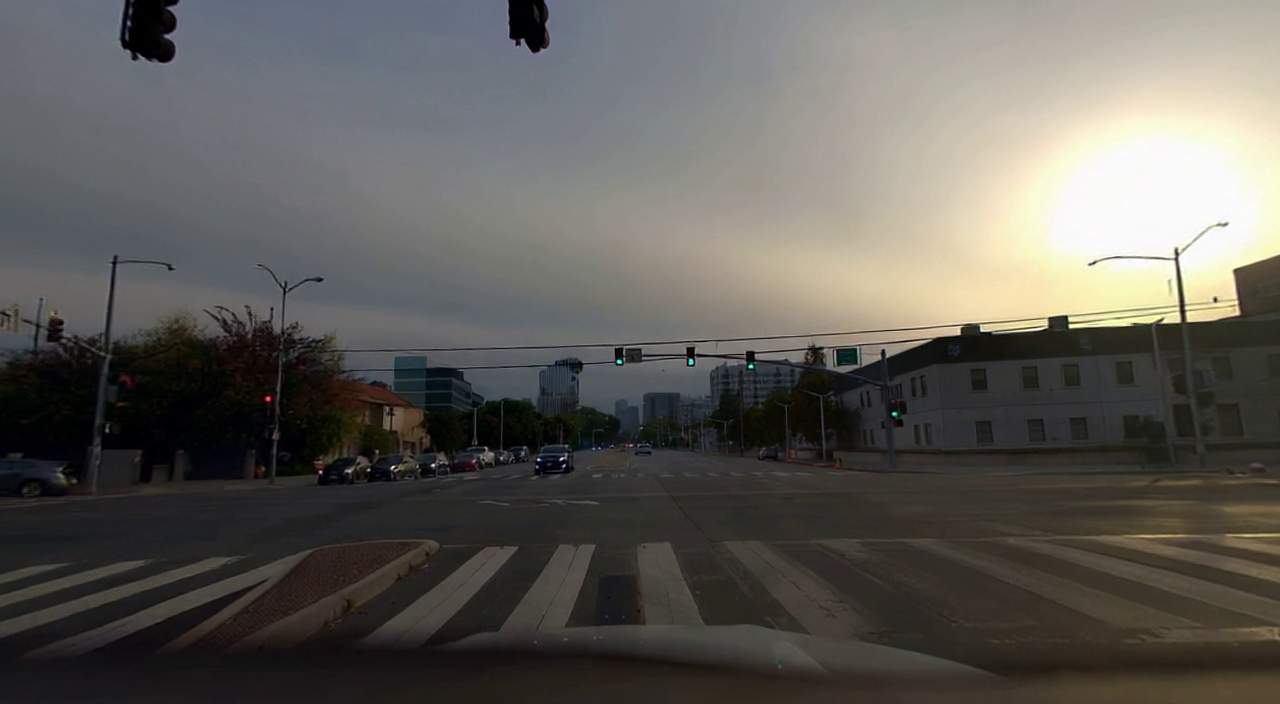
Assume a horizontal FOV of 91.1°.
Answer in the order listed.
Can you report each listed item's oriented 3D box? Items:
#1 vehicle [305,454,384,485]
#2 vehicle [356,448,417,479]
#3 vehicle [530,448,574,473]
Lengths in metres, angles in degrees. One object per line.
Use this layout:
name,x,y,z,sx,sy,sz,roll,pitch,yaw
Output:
vehicle,-16.085,6.398,34.482,2.055,1.506,4.663,0,-9,-1
vehicle,-16.193,7.138,40.404,1.960,1.819,5.018,0,-9,-2
vehicle,-5.520,6.851,39.924,2.154,1.501,4.416,0,-9,0
